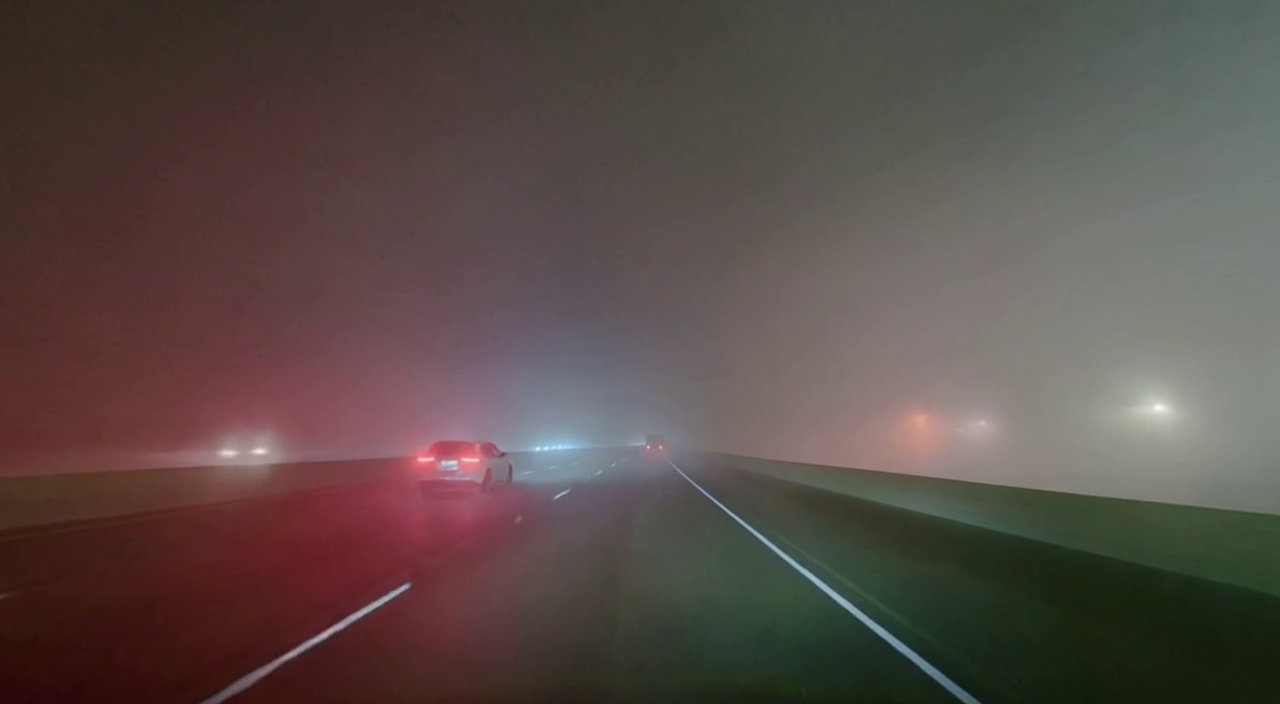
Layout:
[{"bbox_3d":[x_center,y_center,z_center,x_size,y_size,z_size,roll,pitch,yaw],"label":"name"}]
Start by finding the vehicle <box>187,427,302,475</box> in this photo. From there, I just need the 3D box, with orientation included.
[{"bbox_3d":[-22.936,5.806,36.917,2.243,2.568,6.614,-1,-9,1],"label":"vehicle"}]

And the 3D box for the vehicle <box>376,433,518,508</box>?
[{"bbox_3d":[-4.487,2.841,15.478,1.961,1.540,4.487,-1,-9,2],"label":"vehicle"}]
